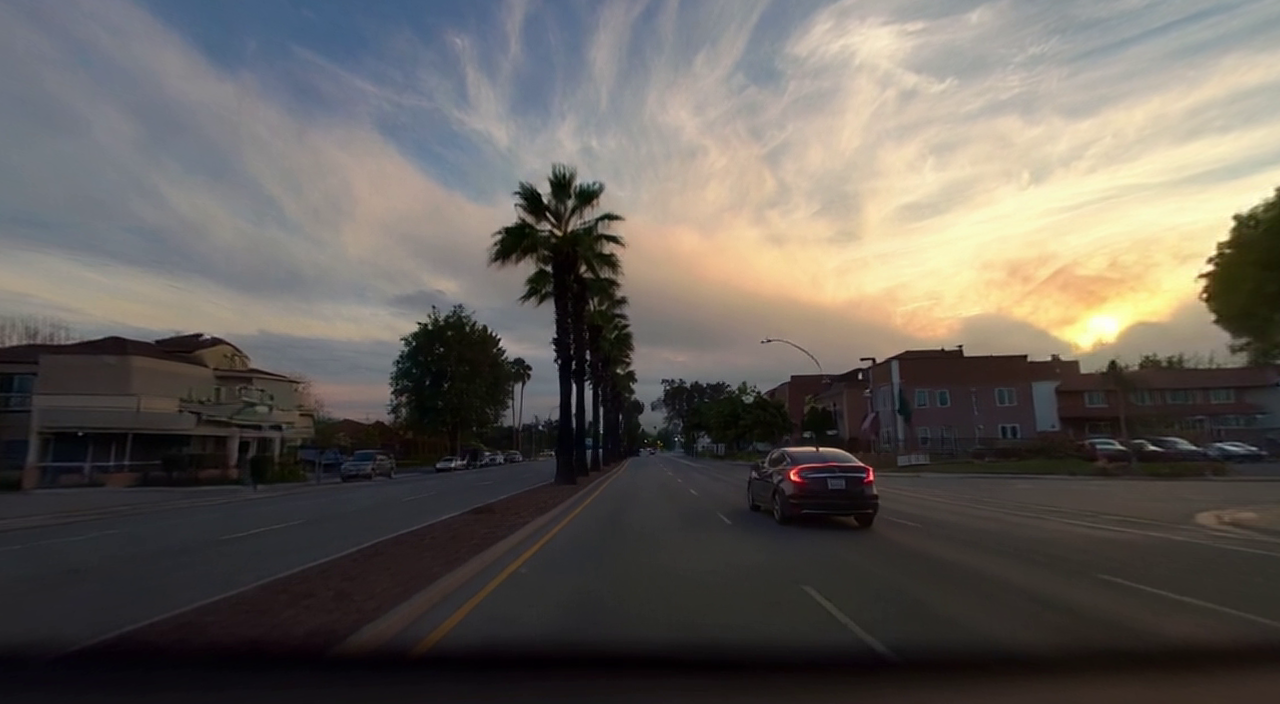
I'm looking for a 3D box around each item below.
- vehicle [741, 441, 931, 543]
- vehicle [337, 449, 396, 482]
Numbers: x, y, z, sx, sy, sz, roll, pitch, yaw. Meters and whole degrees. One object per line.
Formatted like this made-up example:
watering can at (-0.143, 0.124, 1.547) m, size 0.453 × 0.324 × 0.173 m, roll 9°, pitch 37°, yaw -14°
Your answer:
vehicle at (3.288, 2.443, 11.772) m, size 1.989 × 1.492 × 4.689 m, roll 0°, pitch -9°, yaw -1°
vehicle at (-18.990, 7.916, 44.067) m, size 1.987 × 1.998 × 4.642 m, roll -3°, pitch -10°, yaw 1°
